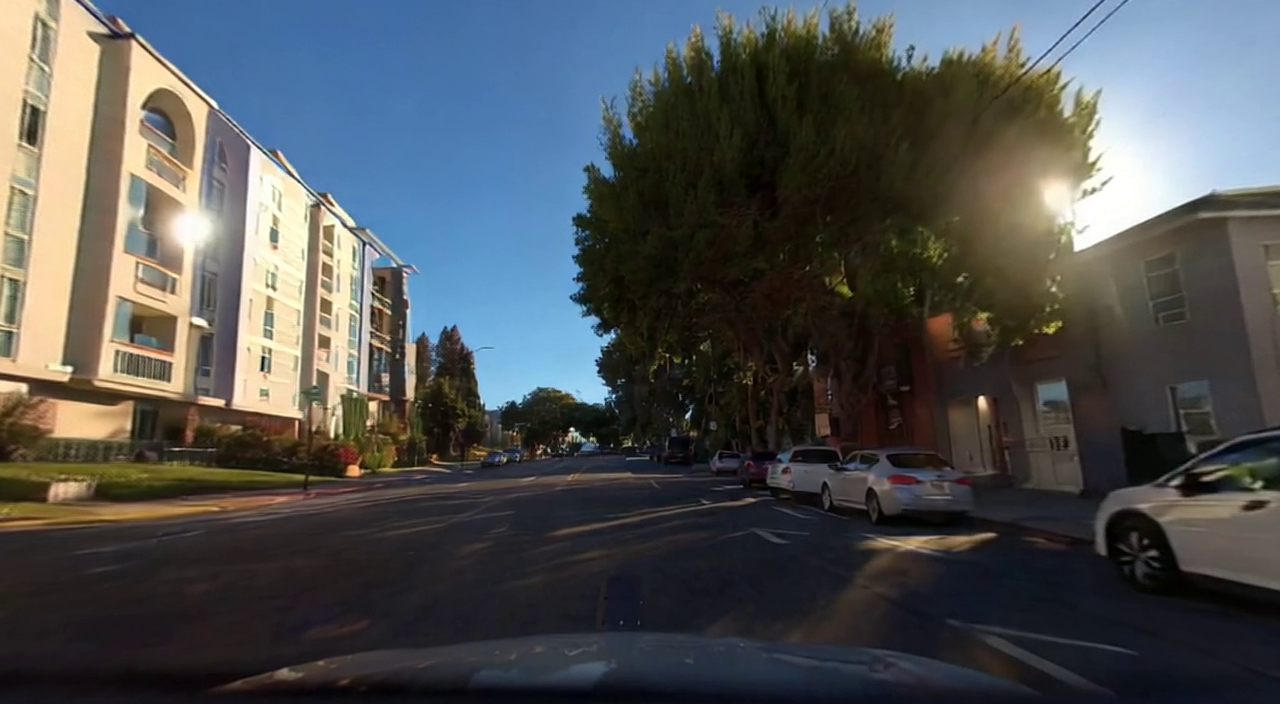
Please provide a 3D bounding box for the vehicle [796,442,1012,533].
[{"bbox_3d":[5.227,2.724,13.467,2.122,1.554,4.777,1,-8,-7],"label":"vehicle"}]

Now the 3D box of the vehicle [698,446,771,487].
[{"bbox_3d":[3.739,4.623,25.884,1.901,1.495,4.340,1,-8,-6],"label":"vehicle"}]

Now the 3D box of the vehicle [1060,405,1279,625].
[{"bbox_3d":[6.007,1.245,4.777,1.917,1.704,4.840,1,-8,-7],"label":"vehicle"}]

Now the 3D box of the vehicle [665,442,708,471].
[{"bbox_3d":[3.011,6.882,41.826,2.386,1.752,4.376,0,-8,-2],"label":"vehicle"}]
